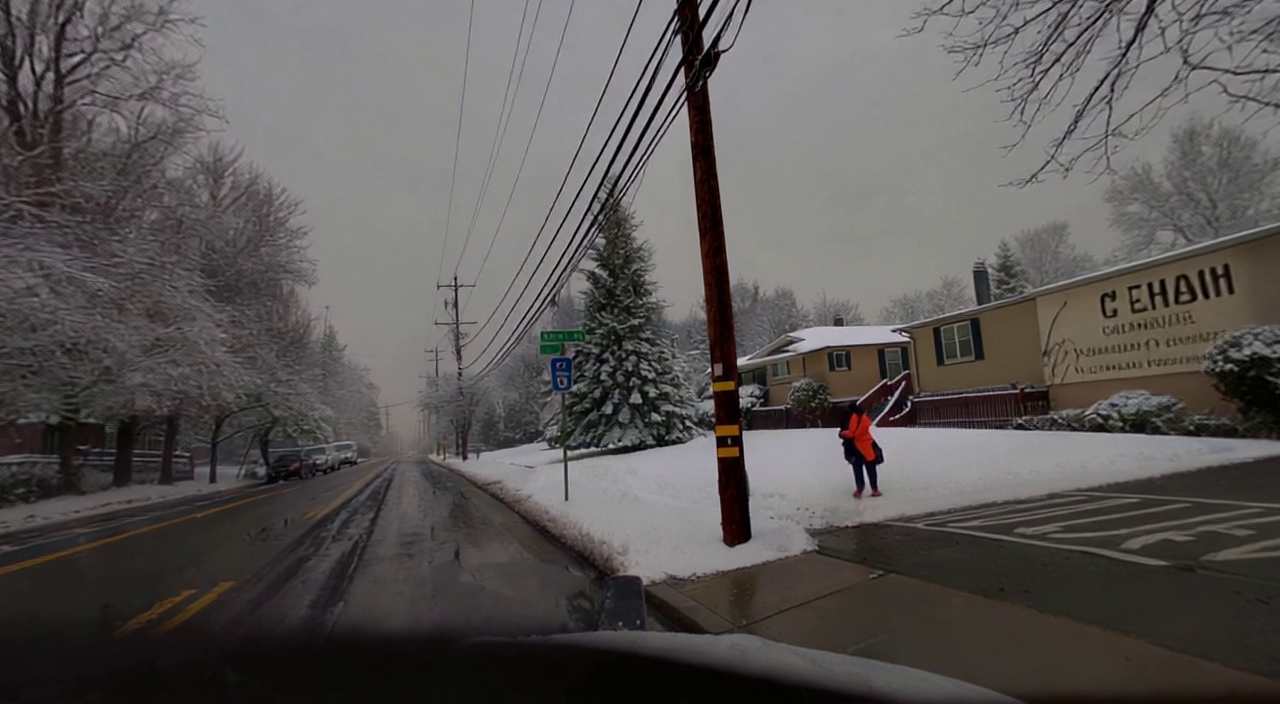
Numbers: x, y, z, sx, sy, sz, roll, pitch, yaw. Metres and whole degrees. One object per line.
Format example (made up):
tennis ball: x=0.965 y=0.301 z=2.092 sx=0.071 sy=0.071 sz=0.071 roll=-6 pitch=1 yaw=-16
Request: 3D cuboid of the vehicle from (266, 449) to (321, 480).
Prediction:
vehicle: x=-21.998 y=7.114 z=40.309 sx=2.203 sy=1.787 sz=4.704 roll=3 pitch=-9 yaw=-19
